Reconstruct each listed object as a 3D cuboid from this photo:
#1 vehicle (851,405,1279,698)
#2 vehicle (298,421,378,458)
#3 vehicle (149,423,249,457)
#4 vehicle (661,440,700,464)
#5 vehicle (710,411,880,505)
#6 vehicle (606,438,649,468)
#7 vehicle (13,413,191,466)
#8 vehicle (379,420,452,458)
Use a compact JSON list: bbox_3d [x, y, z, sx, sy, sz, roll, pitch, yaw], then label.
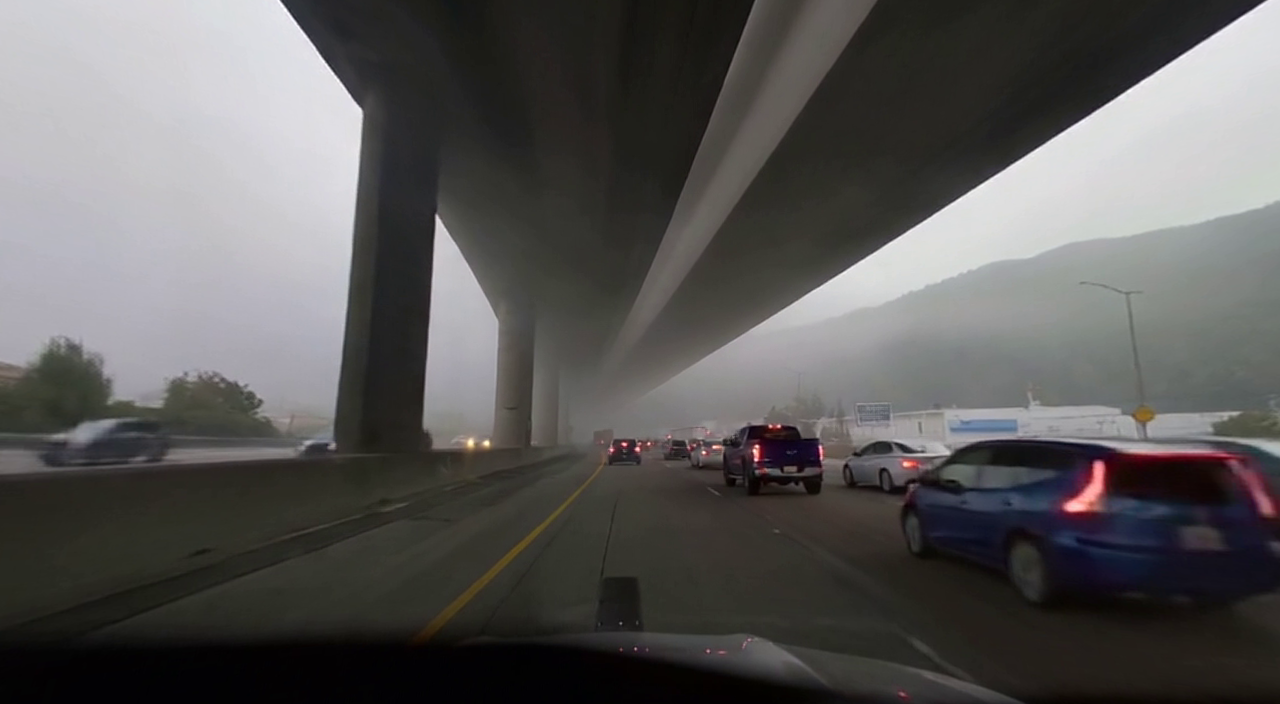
[{"bbox_3d":[3.850,1.395,5.810,2.048,1.497,4.952,0,-8,-1],"label":"vehicle"},{"bbox_3d":[-15.583,4.583,32.918,2.017,1.764,4.633,0,-8,-2],"label":"vehicle"},{"bbox_3d":[-23.191,4.681,33.487,1.997,1.665,4.822,0,-8,-3],"label":"vehicle"},{"bbox_3d":[2.654,6.688,42.500,2.057,1.517,4.538,0,-8,-3],"label":"vehicle"},{"bbox_3d":[3.841,2.872,17.590,2.747,2.061,7.011,0,-8,-2],"label":"vehicle"},{"bbox_3d":[-0.700,5.556,34.853,2.266,1.549,3.978,0,-8,-1],"label":"vehicle"},{"bbox_3d":[-18.776,3.135,22.455,2.111,1.654,4.790,0,-8,-1],"label":"vehicle"},{"bbox_3d":[-11.427,4.500,32.523,2.118,1.831,4.729,0,-8,-2],"label":"vehicle"}]
